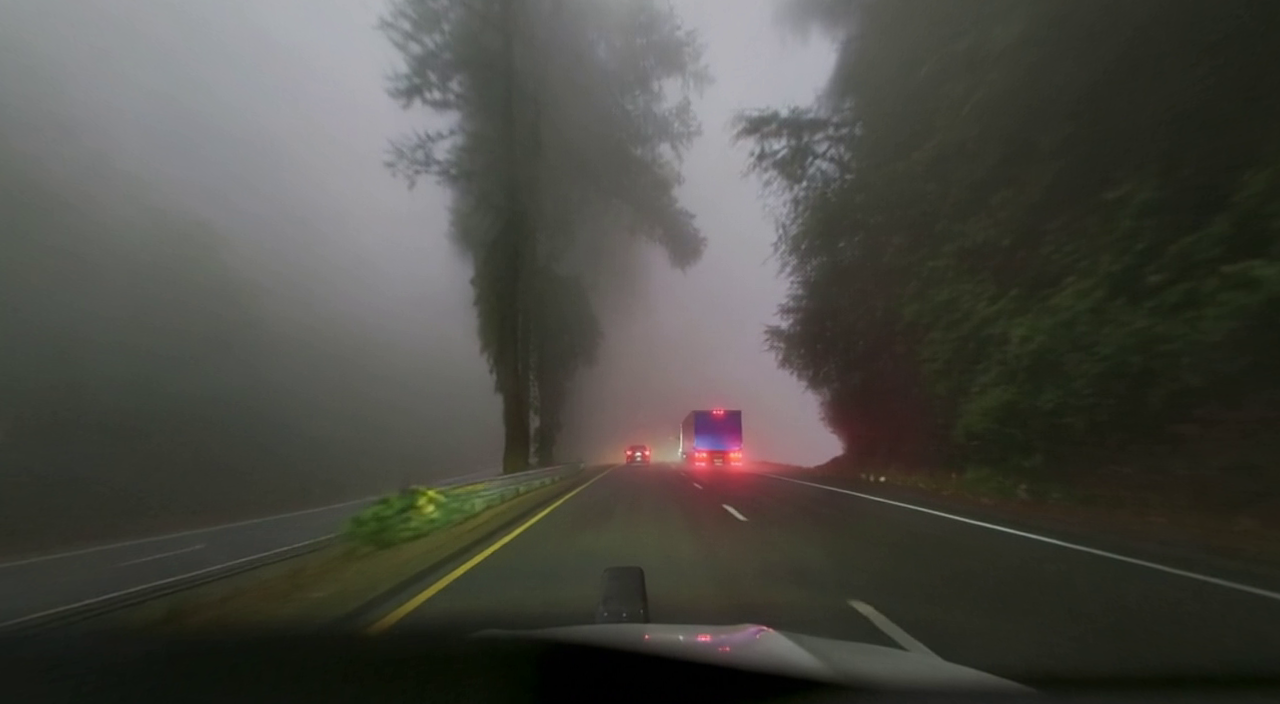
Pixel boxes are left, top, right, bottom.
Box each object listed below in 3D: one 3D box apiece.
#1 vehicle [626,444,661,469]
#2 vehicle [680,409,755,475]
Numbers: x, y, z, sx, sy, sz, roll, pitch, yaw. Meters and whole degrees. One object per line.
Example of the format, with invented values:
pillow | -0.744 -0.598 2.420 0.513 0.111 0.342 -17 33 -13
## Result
vehicle | 0.225 6.876 41.667 2.170 1.544 4.373 0 -8 0
vehicle | 4.030 4.968 34.672 3.015 3.211 7.982 0 -8 -1
